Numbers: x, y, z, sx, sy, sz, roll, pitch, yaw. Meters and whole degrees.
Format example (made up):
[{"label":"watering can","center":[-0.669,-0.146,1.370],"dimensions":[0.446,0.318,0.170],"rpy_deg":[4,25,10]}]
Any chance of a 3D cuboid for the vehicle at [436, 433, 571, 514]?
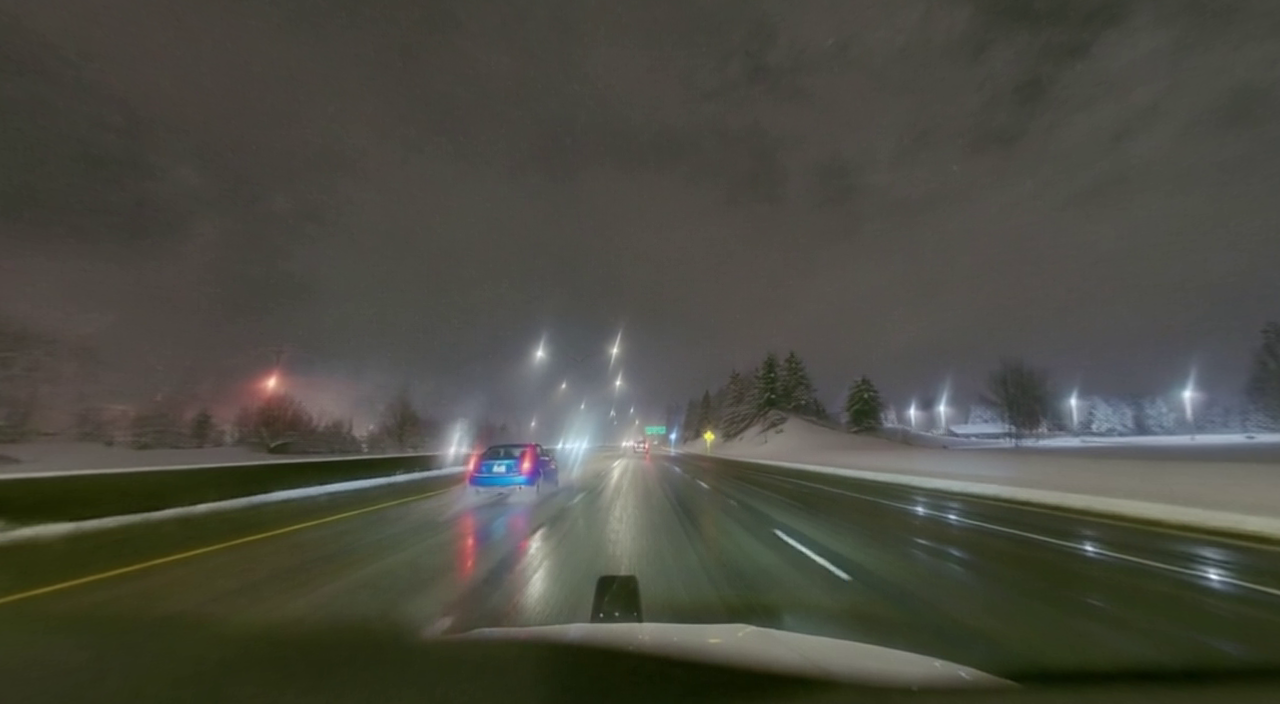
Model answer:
[{"label":"vehicle","center":[-2.932,2.719,14.705],"dimensions":[2.029,1.557,4.570],"rpy_deg":[0,-8,1]}]
